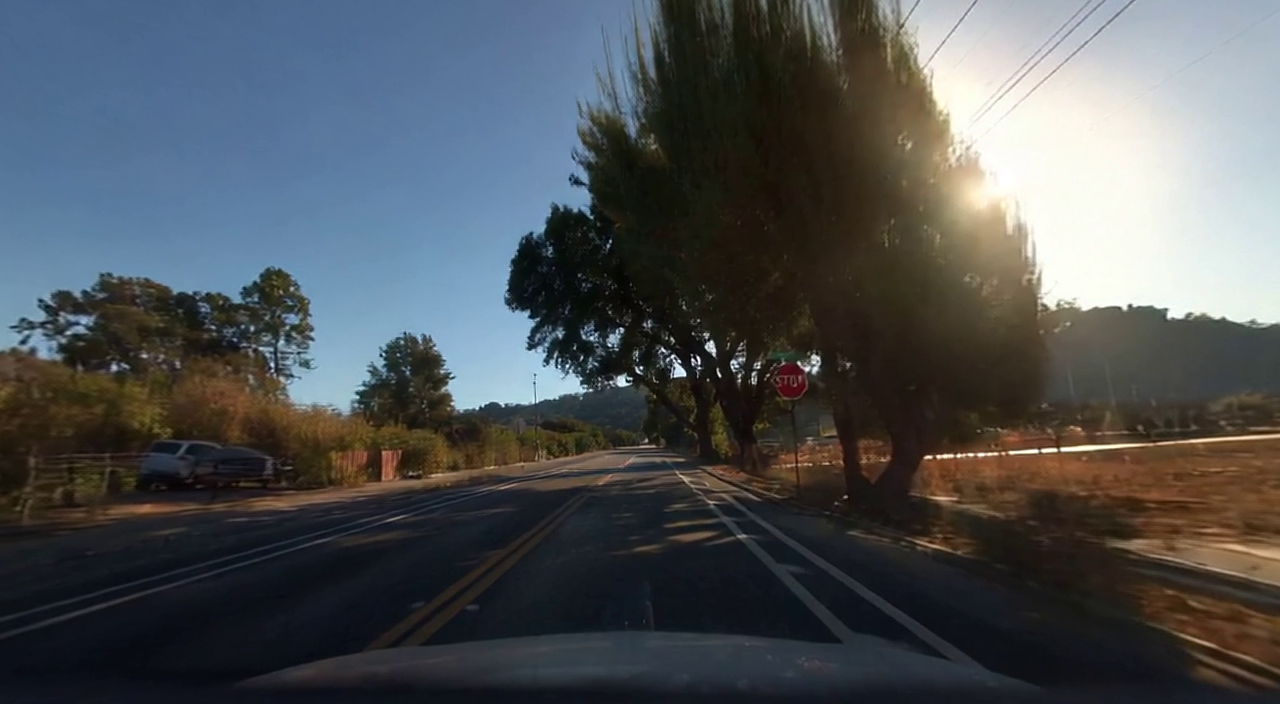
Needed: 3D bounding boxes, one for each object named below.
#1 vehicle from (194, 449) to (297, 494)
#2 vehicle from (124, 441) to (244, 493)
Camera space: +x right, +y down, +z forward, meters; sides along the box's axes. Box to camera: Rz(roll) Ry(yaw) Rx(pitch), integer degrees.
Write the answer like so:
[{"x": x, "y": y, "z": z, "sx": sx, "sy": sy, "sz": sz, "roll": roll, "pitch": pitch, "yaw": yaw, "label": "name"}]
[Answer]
[{"x": -14.730, "y": 4.440, "z": 23.777, "sx": 1.739, "sy": 1.539, "sz": 3.548, "roll": 0, "pitch": -8, "yaw": -4, "label": "vehicle"}, {"x": -17.882, "y": 4.527, "z": 24.995, "sx": 1.849, "sy": 1.831, "sz": 3.980, "roll": -2, "pitch": -10, "yaw": -2, "label": "vehicle"}]
